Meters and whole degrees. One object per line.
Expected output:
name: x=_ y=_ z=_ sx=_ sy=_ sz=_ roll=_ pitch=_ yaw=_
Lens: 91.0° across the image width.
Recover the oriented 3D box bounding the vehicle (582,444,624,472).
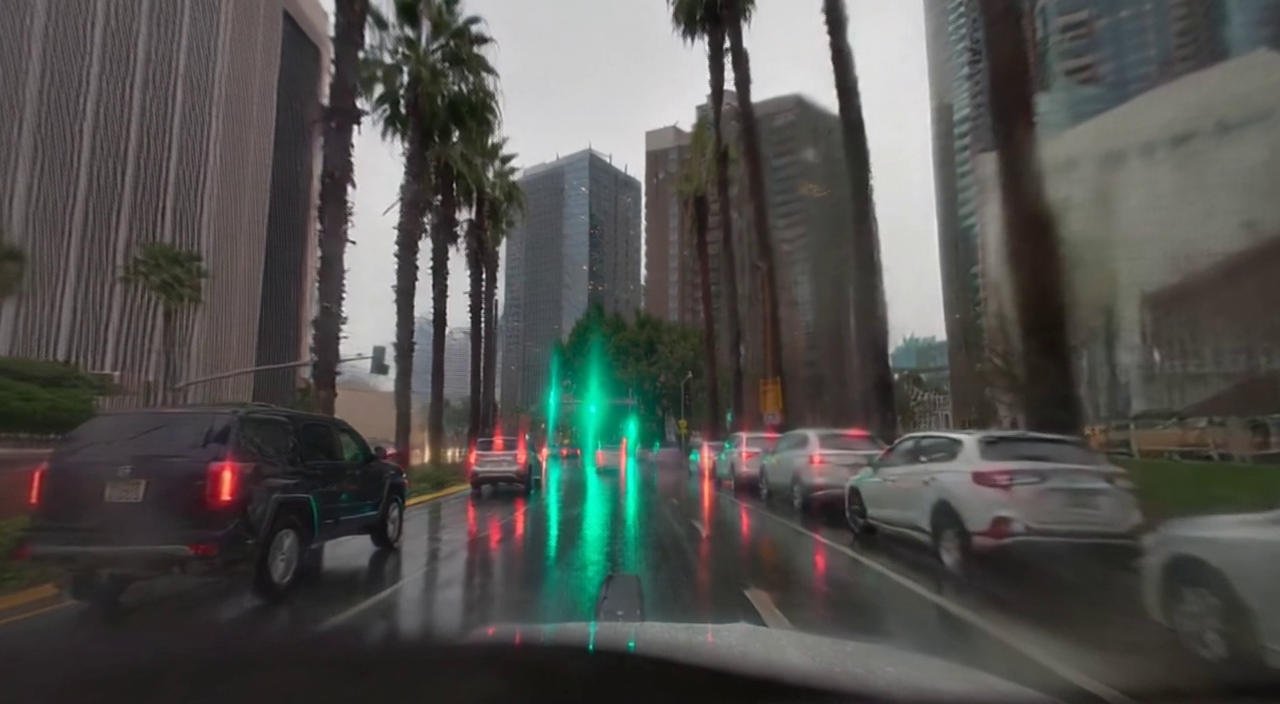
vehicle: x=-2.088 y=5.755 z=34.411 sx=2.036 sy=1.461 sz=3.890 roll=1 pitch=-9 yaw=-7

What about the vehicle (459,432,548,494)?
vehicle: x=-4.191 y=3.482 z=20.125 sx=2.014 sy=1.740 sz=4.392 roll=0 pitch=-9 yaw=-2

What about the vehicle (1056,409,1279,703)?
vehicle: x=4.096 y=0.970 z=2.623 sx=1.829 sy=1.499 sz=4.109 roll=0 pitch=-9 yaw=-1

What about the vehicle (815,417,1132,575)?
vehicle: x=4.048 y=1.814 z=8.753 sx=1.773 sy=1.584 sz=4.553 roll=0 pitch=-9 yaw=-2

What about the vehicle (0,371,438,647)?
vehicle: x=-3.660 y=1.336 z=6.300 sx=1.800 sy=1.797 sz=4.224 roll=0 pitch=-9 yaw=1
